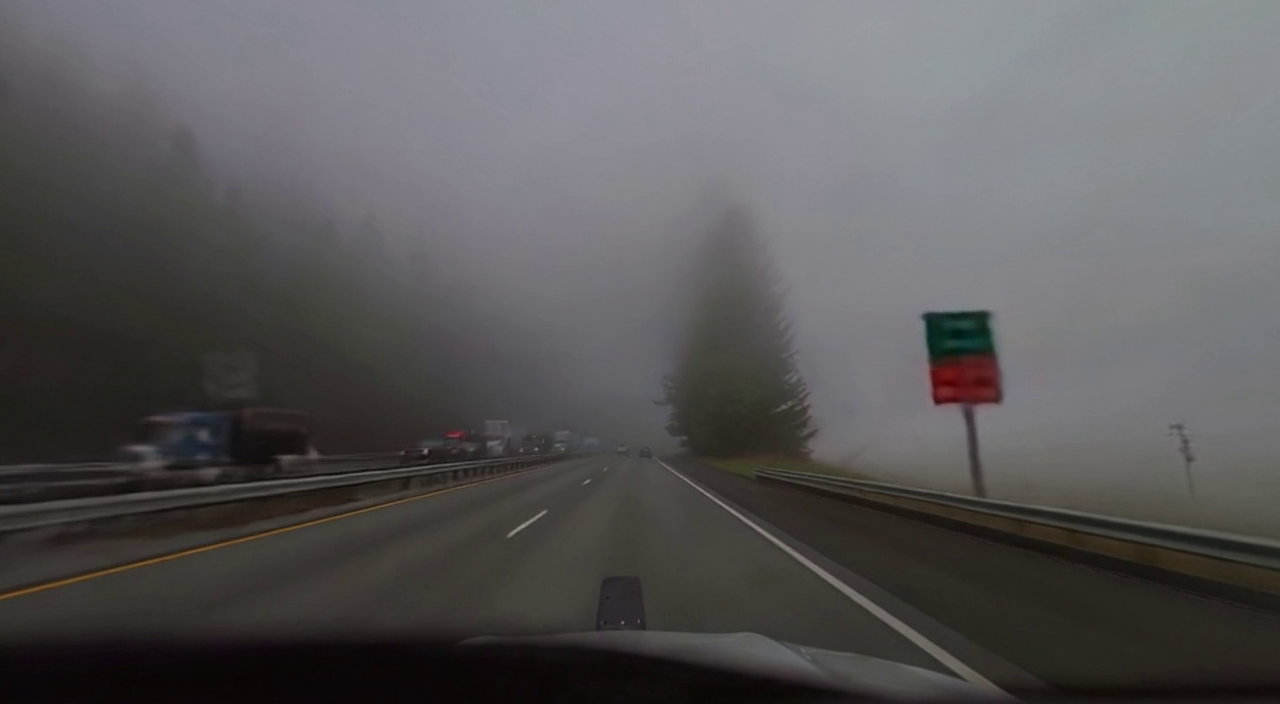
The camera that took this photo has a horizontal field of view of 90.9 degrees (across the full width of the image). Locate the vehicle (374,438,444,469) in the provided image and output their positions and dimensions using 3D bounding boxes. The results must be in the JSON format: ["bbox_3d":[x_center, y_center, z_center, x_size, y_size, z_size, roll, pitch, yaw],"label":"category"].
[{"bbox_3d":[-12.505,5.522,34.470,2.140,1.563,4.347,0,-9,1],"label":"vehicle"}]

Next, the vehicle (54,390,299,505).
[{"bbox_3d":[-12.952,2.790,18.444,2.518,2.799,5.948,0,-9,0],"label":"vehicle"}]

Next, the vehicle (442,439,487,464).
[{"bbox_3d":[-12.395,7.103,44.874,1.966,1.662,4.366,0,-9,0],"label":"vehicle"}]
